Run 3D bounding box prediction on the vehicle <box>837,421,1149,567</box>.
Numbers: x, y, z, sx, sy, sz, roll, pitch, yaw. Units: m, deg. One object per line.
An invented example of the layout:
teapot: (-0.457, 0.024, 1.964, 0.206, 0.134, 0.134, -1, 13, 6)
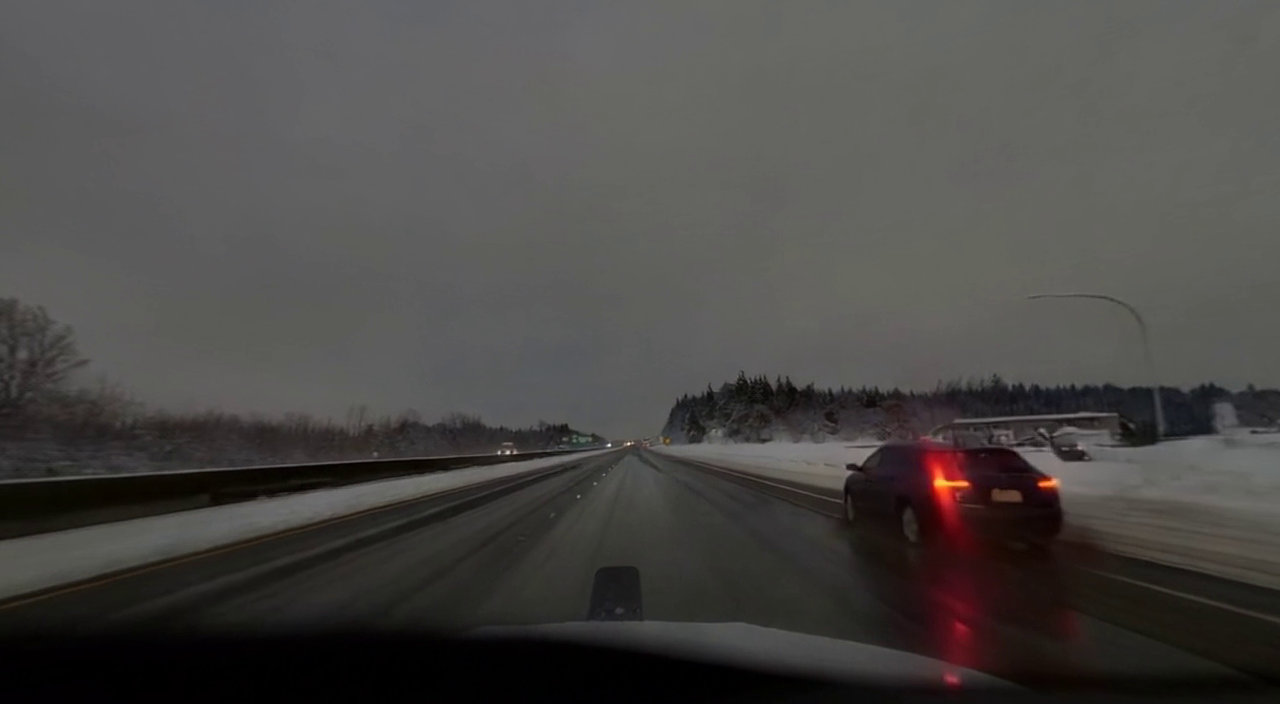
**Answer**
vehicle: (4.467, 1.853, 8.852, 1.984, 1.540, 3.973, 0, -9, -1)
